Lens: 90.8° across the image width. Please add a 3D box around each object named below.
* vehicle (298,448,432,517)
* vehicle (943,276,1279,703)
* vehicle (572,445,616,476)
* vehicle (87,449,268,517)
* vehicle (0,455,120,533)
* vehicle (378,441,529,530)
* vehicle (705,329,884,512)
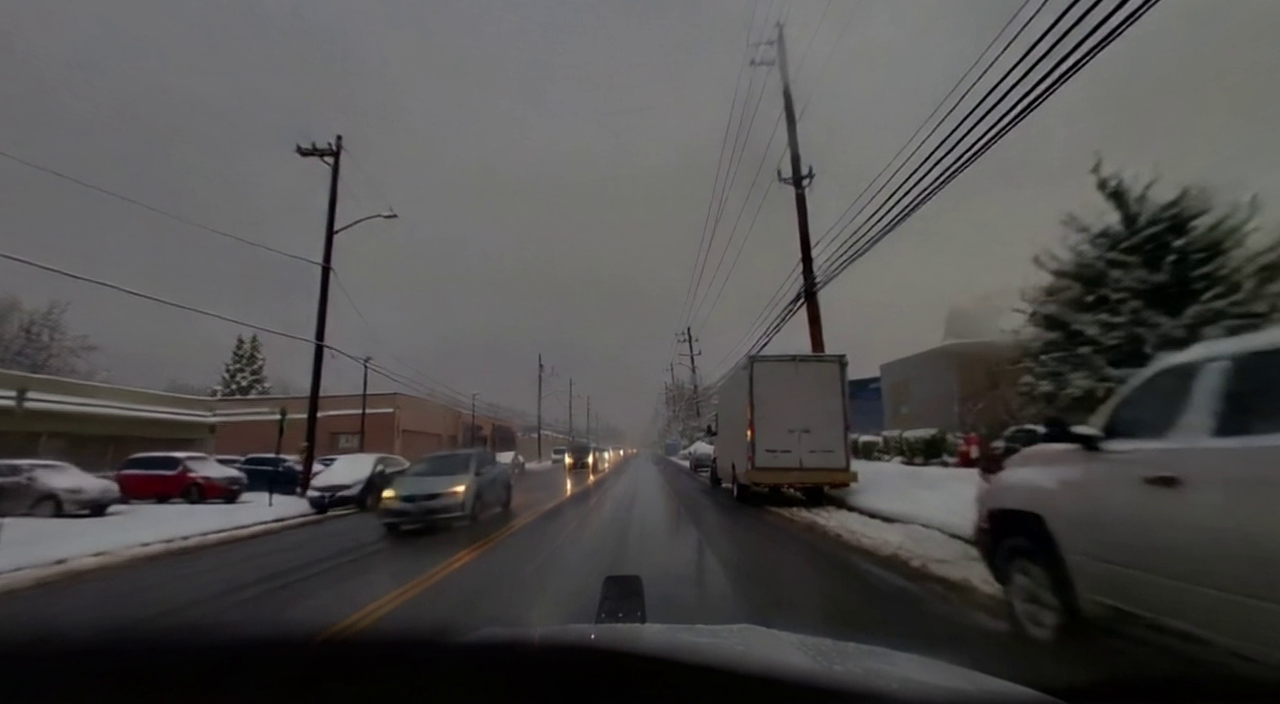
[{"bbox_3d":[-8.110,3.827,19.185,1.954,1.622,4.761,-5,-9,0],"label":"vehicle"},{"bbox_3d":[3.636,0.672,2.145,2.249,2.026,6.211,0,-9,1],"label":"vehicle"},{"bbox_3d":[-2.656,6.347,37.165,2.061,1.679,4.042,-1,-9,3],"label":"vehicle"},{"bbox_3d":[-14.284,4.034,19.992,2.001,1.838,4.855,0,-9,0],"label":"vehicle"},{"bbox_3d":[-14.484,3.233,14.323,1.869,1.633,4.092,-5,-10,1],"label":"vehicle"},{"bbox_3d":[-3.877,2.832,13.957,2.020,1.528,4.258,-3,-9,0],"label":"vehicle"},{"bbox_3d":[3.664,2.078,17.491,2.874,3.757,8.612,1,-9,1],"label":"vehicle"}]
